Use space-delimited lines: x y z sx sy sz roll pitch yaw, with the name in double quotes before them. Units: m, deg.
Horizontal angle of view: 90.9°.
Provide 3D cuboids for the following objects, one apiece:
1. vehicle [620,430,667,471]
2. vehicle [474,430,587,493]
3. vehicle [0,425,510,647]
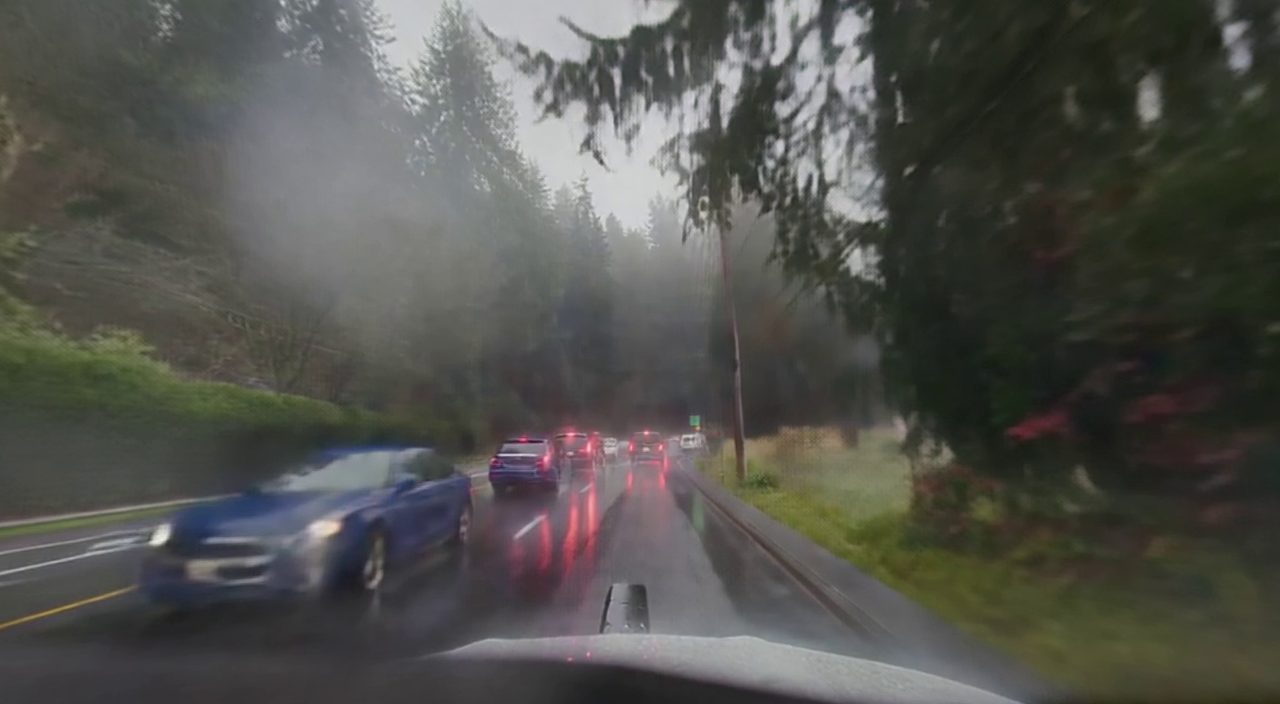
"vehicle" 0.258 5.047 32.438 2.241 1.912 4.095 -1 -8 2
"vehicle" -2.909 3.070 18.031 2.180 1.546 4.755 0 -9 3
"vehicle" -3.164 1.608 6.794 2.260 1.465 4.972 -1 -8 2
